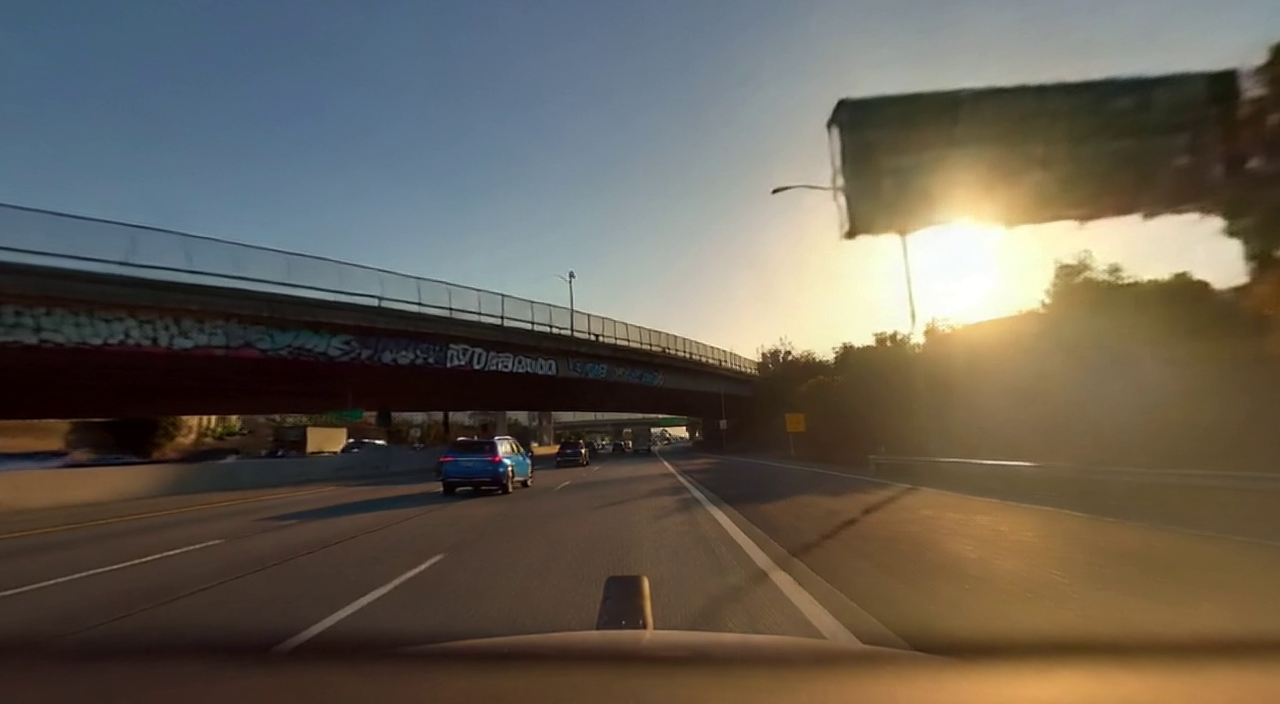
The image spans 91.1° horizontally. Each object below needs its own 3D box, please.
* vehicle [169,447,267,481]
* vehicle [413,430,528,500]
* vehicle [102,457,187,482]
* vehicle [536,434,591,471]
[{"bbox_3d":[-20.541,5.436,30.780,1.845,1.497,4.265,0,-8,0],"label":"vehicle"},{"bbox_3d":[-4.362,2.954,16.862,1.969,1.633,3.962,0,-8,0],"label":"vehicle"},{"bbox_3d":[-35.220,8.338,44.833,1.969,1.515,5.131,0,-8,-1],"label":"vehicle"},{"bbox_3d":[-3.736,5.008,31.398,2.154,1.693,4.394,0,-8,1],"label":"vehicle"}]
